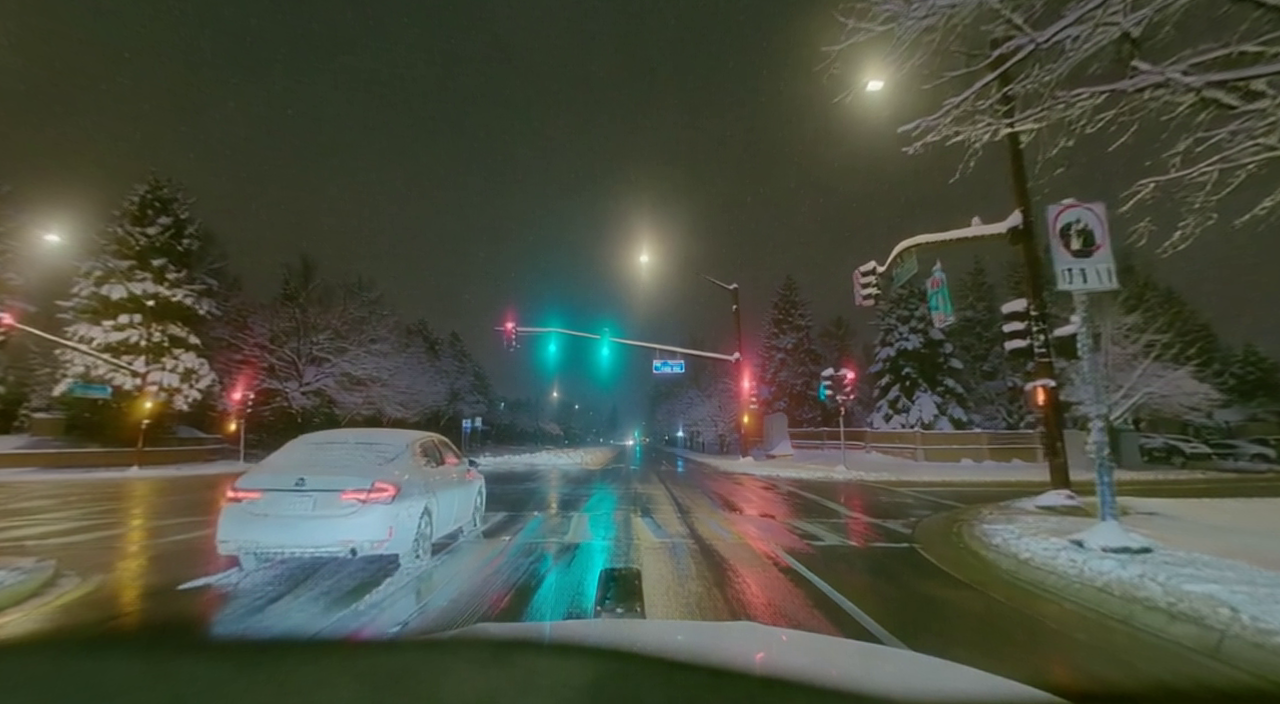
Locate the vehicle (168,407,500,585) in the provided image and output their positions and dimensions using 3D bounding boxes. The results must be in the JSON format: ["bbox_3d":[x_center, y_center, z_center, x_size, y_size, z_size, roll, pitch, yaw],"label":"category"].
[{"bbox_3d":[-3.276,1.640,8.050,2.076,1.599,4.483,0,-8,-2],"label":"vehicle"}]
